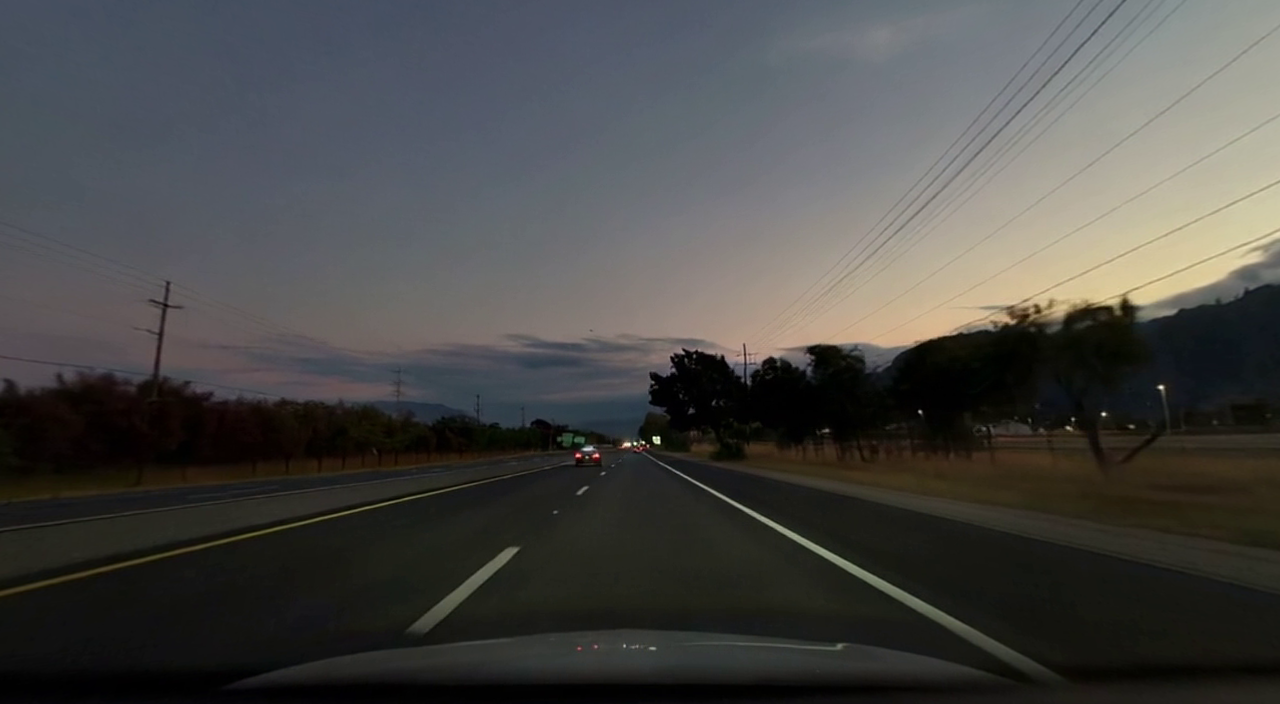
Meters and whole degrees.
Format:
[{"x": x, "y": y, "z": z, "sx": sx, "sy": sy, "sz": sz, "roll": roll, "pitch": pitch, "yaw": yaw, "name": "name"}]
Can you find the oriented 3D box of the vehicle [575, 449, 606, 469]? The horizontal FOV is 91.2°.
[{"x": -3.867, "y": 8.506, "z": 49.962, "sx": 2.123, "sy": 1.545, "sz": 4.404, "roll": 0, "pitch": -9, "yaw": 0, "name": "vehicle"}]
